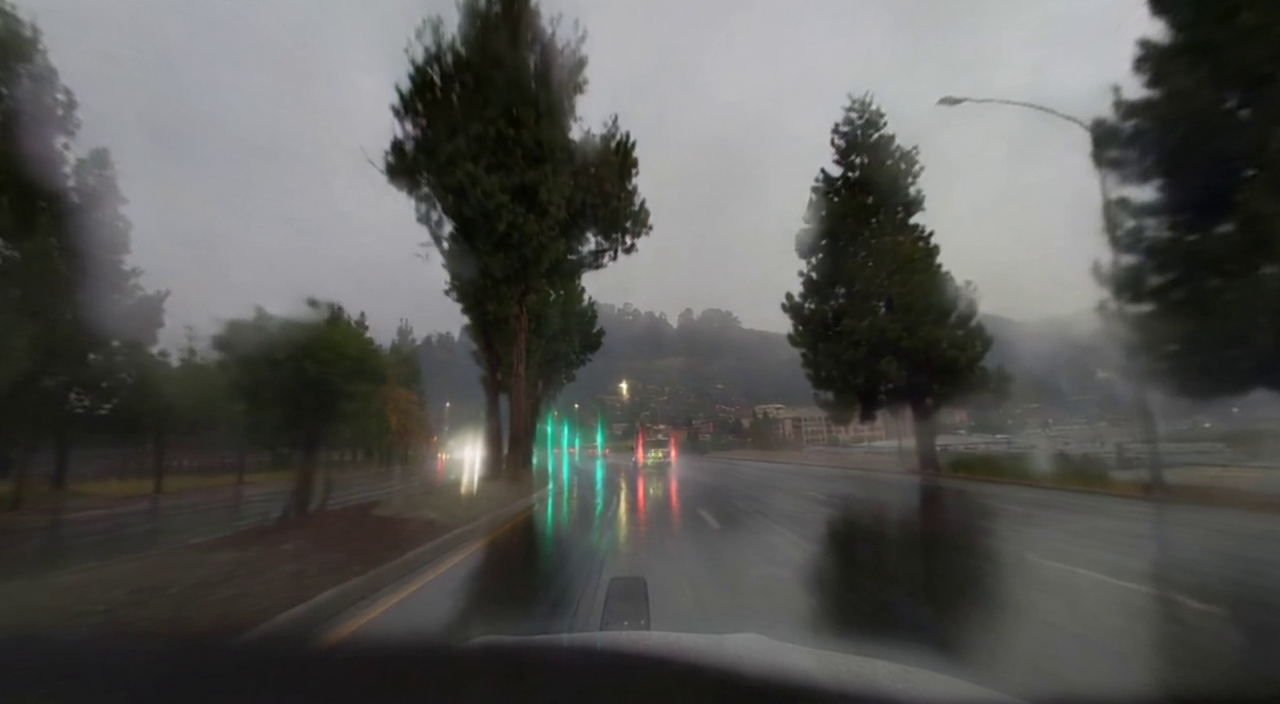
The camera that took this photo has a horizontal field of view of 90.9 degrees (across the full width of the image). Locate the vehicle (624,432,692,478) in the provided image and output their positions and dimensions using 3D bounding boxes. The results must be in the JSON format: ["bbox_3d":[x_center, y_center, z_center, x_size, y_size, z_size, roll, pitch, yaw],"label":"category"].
[{"bbox_3d":[0.658,4.357,26.992,2.253,1.756,4.313,2,-8,-7],"label":"vehicle"}]
